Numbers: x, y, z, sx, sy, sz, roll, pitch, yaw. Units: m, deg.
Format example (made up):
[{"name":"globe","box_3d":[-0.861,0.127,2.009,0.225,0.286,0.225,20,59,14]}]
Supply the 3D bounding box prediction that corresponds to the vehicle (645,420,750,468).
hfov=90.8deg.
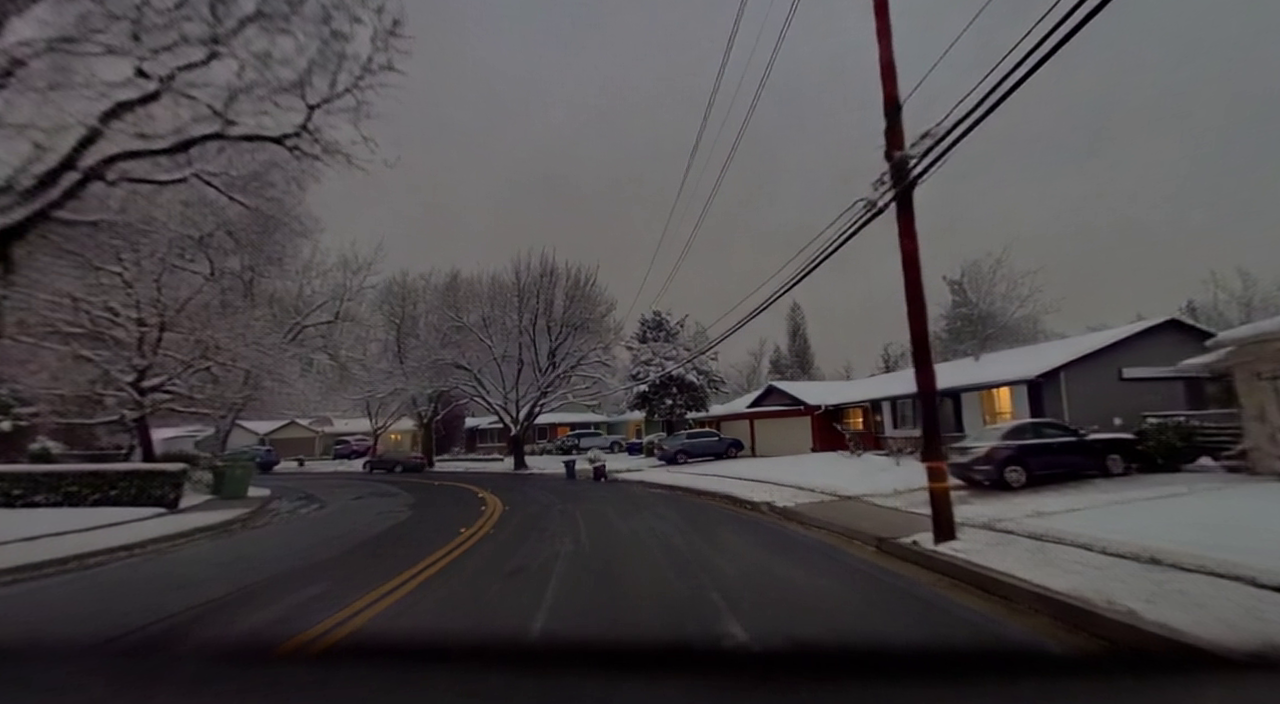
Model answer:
[{"name":"vehicle","box_3d":[2.738,4.325,29.862,4.459,1.738,1.930,-2,-7,-28]}]

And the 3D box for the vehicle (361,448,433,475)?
[{"name":"vehicle","box_3d":[-14.524,6.492,37.754,4.019,1.484,1.978,-6,-10,33]}]

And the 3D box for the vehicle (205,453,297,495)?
[{"name":"vehicle","box_3d":[-17.134,5.296,27.773,3.897,1.493,1.942,-4,-7,34]}]

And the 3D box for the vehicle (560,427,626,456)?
[{"name":"vehicle","box_3d":[-3.076,6.017,42.249,2.043,1.819,4.476,-6,-10,33]}]
